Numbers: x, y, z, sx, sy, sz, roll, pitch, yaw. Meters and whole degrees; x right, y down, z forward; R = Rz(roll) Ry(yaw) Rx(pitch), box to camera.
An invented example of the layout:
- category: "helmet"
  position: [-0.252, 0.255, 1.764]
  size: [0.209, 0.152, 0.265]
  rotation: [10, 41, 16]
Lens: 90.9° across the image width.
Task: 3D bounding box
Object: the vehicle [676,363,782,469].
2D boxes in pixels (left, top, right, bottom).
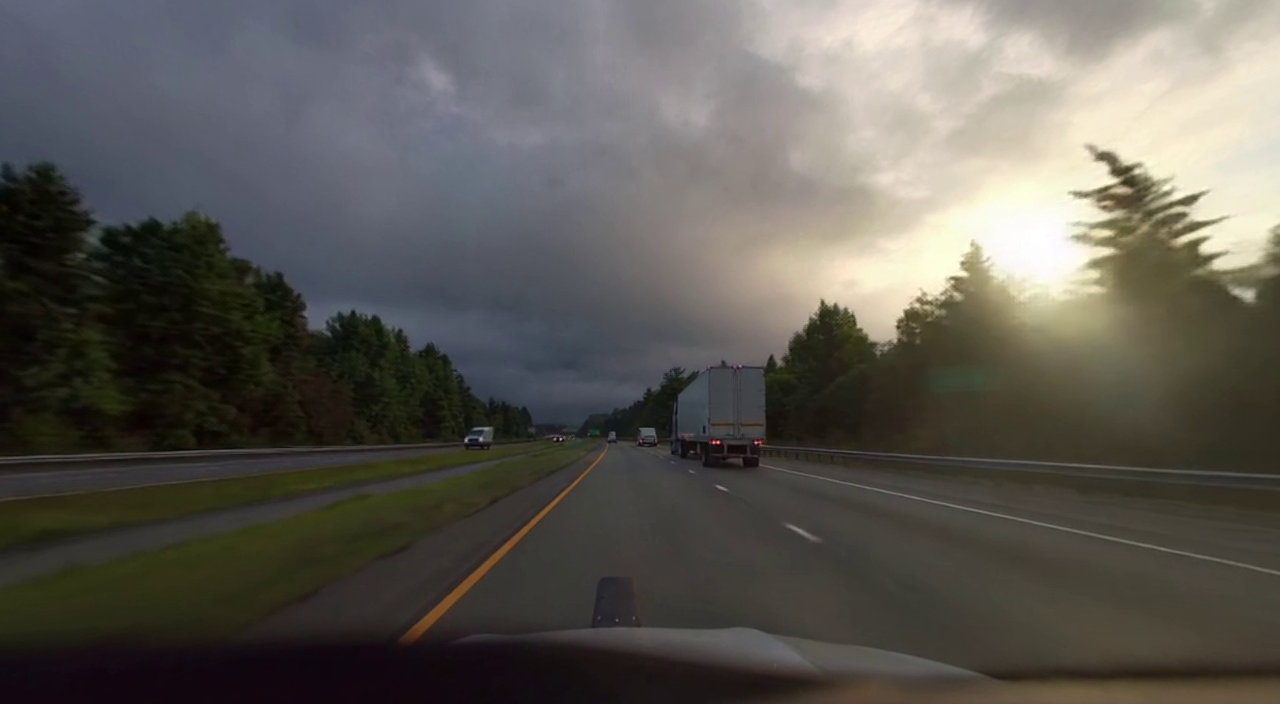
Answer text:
- category: "vehicle"
  position: [3.759, 3.296, 30.541]
  size: [2.974, 4.003, 12.849]
  rotation: [1, -8, -1]
